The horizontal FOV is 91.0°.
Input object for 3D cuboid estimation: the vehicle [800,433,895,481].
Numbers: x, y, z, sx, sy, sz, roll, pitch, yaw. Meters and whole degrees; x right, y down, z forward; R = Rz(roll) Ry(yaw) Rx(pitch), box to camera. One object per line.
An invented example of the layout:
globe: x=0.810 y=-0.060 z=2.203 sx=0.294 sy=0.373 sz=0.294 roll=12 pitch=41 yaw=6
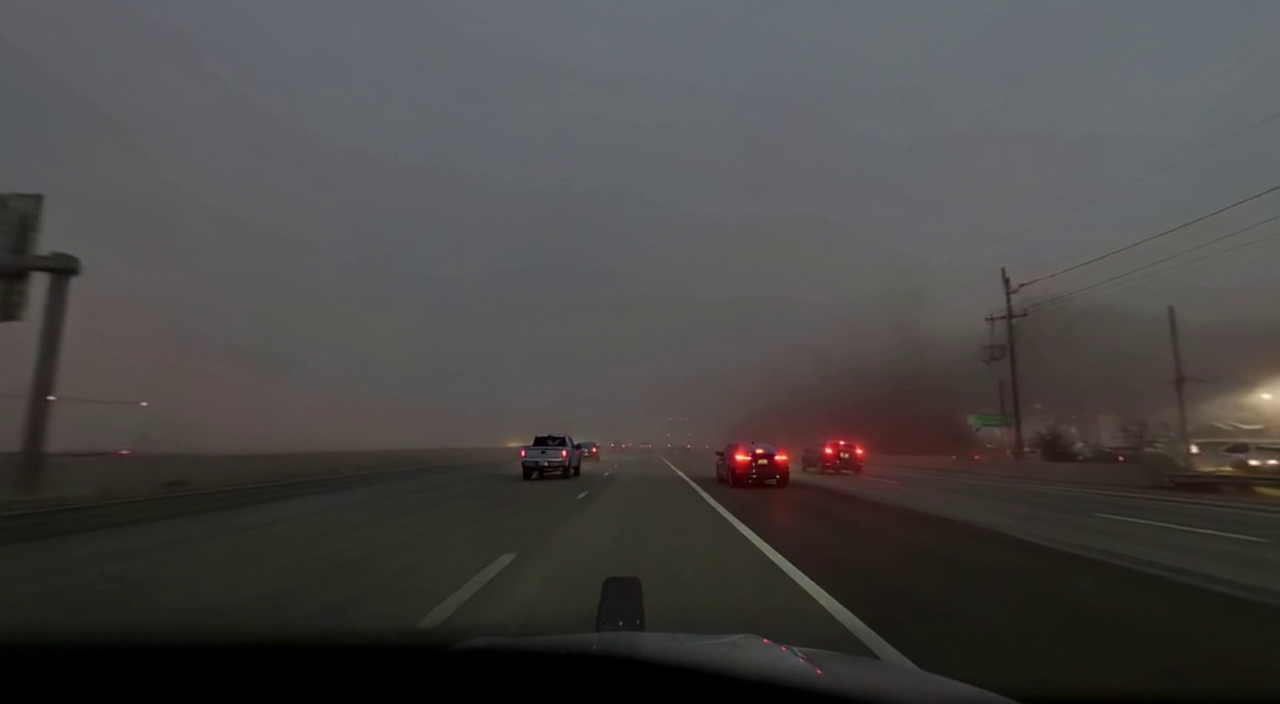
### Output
vehicle: x=7.377 y=3.777 z=22.845 sx=2.075 sy=1.587 sz=3.947 roll=0 pitch=-9 yaw=-1

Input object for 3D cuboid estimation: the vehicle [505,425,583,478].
vehicle: x=-3.522 y=3.789 z=24.099 sx=2.130 sy=1.799 sz=4.583 roll=0 pitch=-9 yaw=2

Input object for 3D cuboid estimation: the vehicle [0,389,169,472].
vehicle: x=-31.773 y=3.987 z=31.639 sx=2.916 sy=3.883 sz=16.277 roll=0 pitch=-9 yaw=3

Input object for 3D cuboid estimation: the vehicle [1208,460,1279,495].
vehicle: x=29.998 y=5.960 z=29.938 sx=3.852 sy=1.550 sz=1.978 roll=-1 pitch=-9 yaw=4

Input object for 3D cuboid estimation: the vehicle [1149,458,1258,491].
vehicle: x=29.349 y=6.377 z=32.894 sx=3.800 sy=1.507 sz=1.789 roll=-3 pitch=-10 yaw=3

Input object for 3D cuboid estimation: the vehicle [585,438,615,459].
vehicle: x=-2.991 y=7.313 z=47.731 sx=1.929 sy=1.521 sz=4.097 roll=0 pitch=-9 yaw=1

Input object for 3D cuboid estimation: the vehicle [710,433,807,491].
vehicle: x=3.343 y=3.210 z=18.720 sx=1.980 sy=1.501 sz=4.433 roll=0 pitch=-9 yaw=-1
